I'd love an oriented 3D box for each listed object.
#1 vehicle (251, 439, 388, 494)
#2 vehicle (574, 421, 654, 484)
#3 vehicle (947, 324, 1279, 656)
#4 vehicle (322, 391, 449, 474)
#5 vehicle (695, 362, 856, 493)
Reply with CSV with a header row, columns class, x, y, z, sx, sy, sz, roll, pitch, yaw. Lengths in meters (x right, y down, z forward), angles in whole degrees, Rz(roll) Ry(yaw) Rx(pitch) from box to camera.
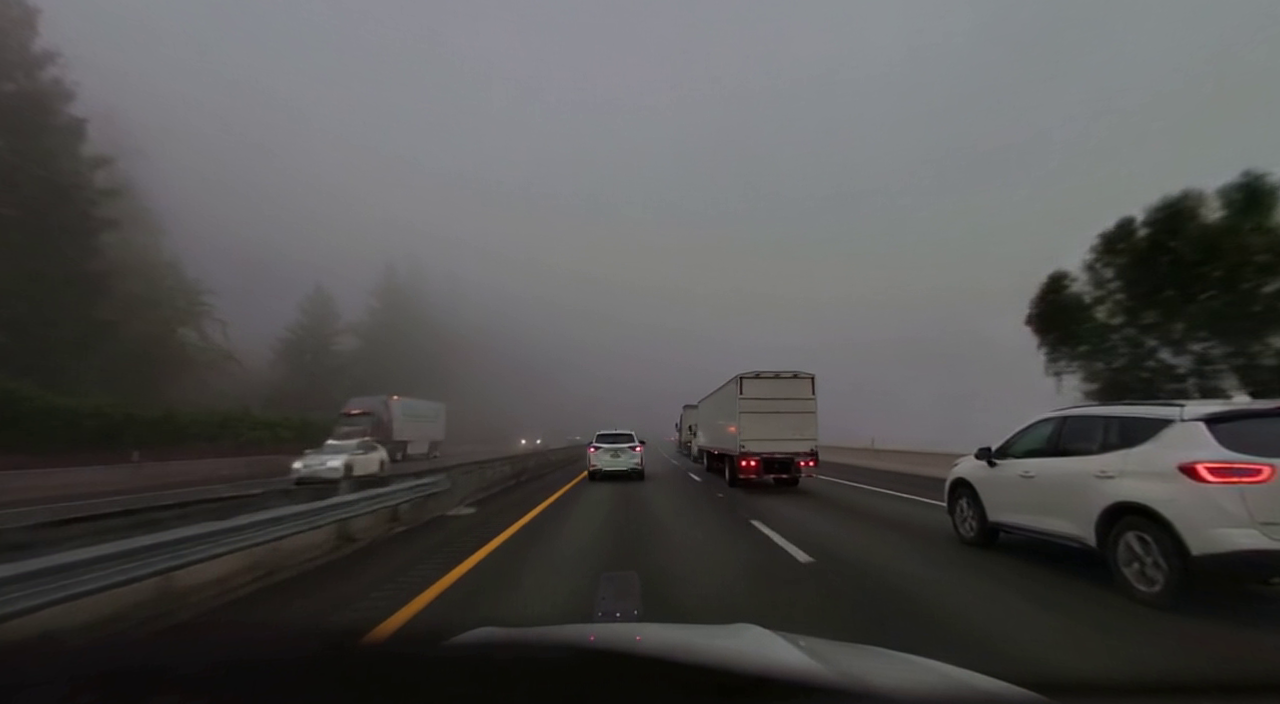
class,x,y,z,sx,sy,sz,roll,pitch,yaw
vehicle,-9.878,3.515,19.922,1.848,1.489,4.624,0,-8,1
vehicle,-0.685,2.889,18.473,2.082,1.638,4.055,0,-7,0
vehicle,4.670,1.028,5.405,2.011,1.905,3.905,0,-8,-1
vehicle,-13.771,4.506,35.405,2.904,3.961,10.187,0,-8,0
vehicle,3.503,2.281,18.837,2.723,3.027,8.478,0,-7,-1
